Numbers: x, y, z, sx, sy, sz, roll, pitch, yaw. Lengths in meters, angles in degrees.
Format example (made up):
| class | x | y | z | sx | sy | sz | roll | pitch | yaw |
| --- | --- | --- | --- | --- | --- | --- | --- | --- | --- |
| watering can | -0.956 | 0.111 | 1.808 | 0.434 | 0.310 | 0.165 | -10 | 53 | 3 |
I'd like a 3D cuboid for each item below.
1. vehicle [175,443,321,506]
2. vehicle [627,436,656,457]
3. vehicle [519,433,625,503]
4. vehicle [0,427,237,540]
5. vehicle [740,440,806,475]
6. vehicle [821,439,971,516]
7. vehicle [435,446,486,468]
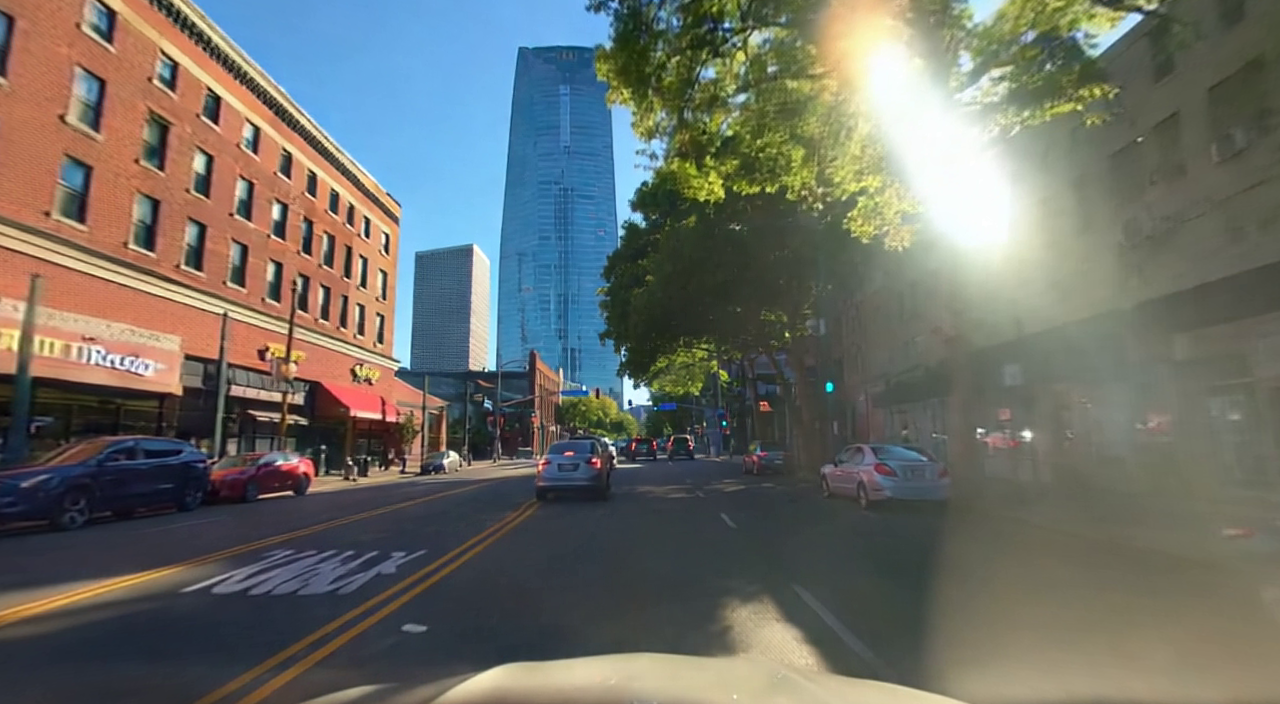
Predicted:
| class | x | y | z | sx | sy | sz | roll | pitch | yaw |
| --- | --- | --- | --- | --- | --- | --- | --- | --- | --- |
| vehicle | -12.575 | 3.915 | 20.660 | 2.000 | 1.708 | 4.494 | -3 | -8 | -1 |
| vehicle | 0.088 | 7.217 | 48.244 | 2.102 | 1.521 | 4.078 | 0 | -8 | -1 |
| vehicle | -1.640 | 2.731 | 15.301 | 2.169 | 1.427 | 4.531 | 1 | -9 | -6 |
| vehicle | -12.597 | 2.870 | 14.657 | 2.384 | 2.044 | 6.030 | 0 | -8 | 1 |
| vehicle | 5.992 | 4.790 | 28.914 | 1.956 | 1.446 | 4.537 | 0 | -8 | -1 |
| vehicle | 5.802 | 2.869 | 14.901 | 1.986 | 1.555 | 3.879 | 0 | -8 | 1 |
| vehicle | -12.440 | 7.289 | 43.995 | 2.075 | 1.472 | 4.638 | 0 | -8 | 2 |
